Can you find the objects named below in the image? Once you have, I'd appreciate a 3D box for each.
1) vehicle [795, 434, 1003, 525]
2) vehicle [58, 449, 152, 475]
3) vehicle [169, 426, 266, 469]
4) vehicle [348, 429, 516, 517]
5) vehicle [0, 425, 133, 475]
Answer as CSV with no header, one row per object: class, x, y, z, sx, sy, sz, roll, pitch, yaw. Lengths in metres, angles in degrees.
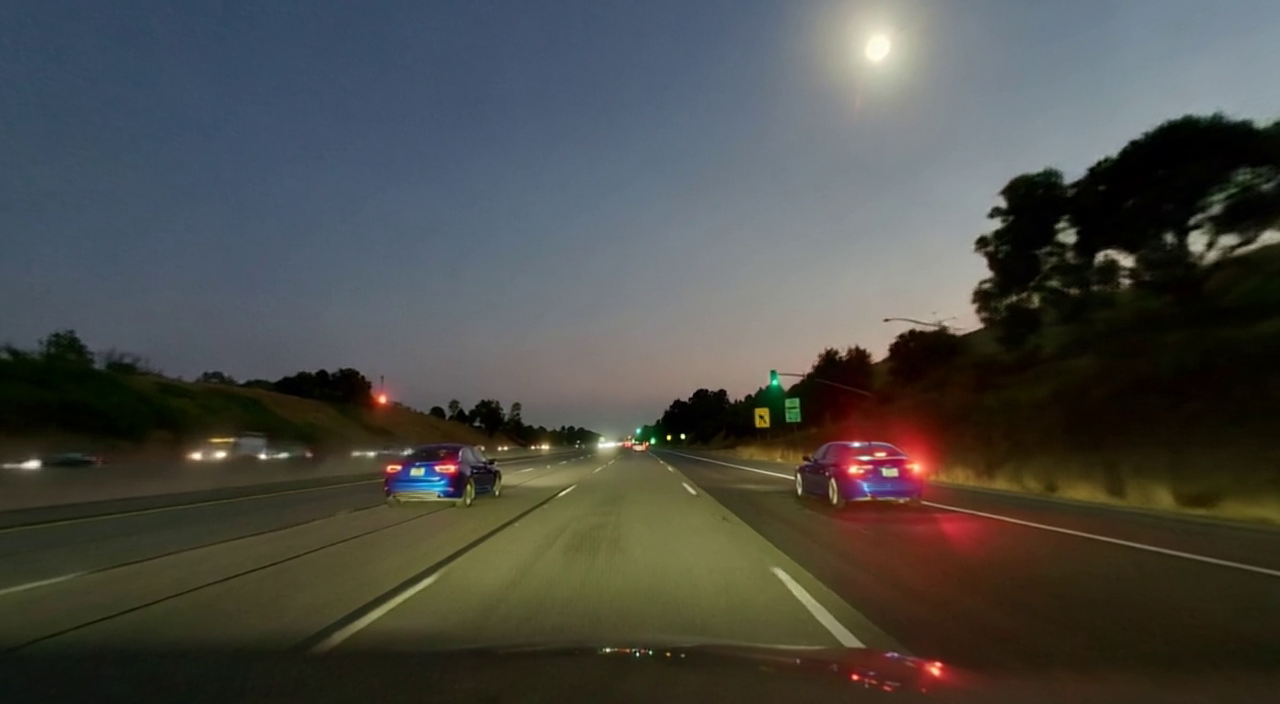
vehicle,4.867,2.463,12.804,2.049,1.481,4.774,0,-9,-2
vehicle,-32.804,6.709,38.771,1.813,1.467,4.567,0,-9,-1
vehicle,-28.707,6.549,43.069,2.444,2.704,5.872,0,-9,0
vehicle,-4.084,2.460,13.292,1.987,1.516,4.478,0,-9,1
vehicle,-36.635,6.276,40.375,2.591,2.943,6.617,0,-9,0
